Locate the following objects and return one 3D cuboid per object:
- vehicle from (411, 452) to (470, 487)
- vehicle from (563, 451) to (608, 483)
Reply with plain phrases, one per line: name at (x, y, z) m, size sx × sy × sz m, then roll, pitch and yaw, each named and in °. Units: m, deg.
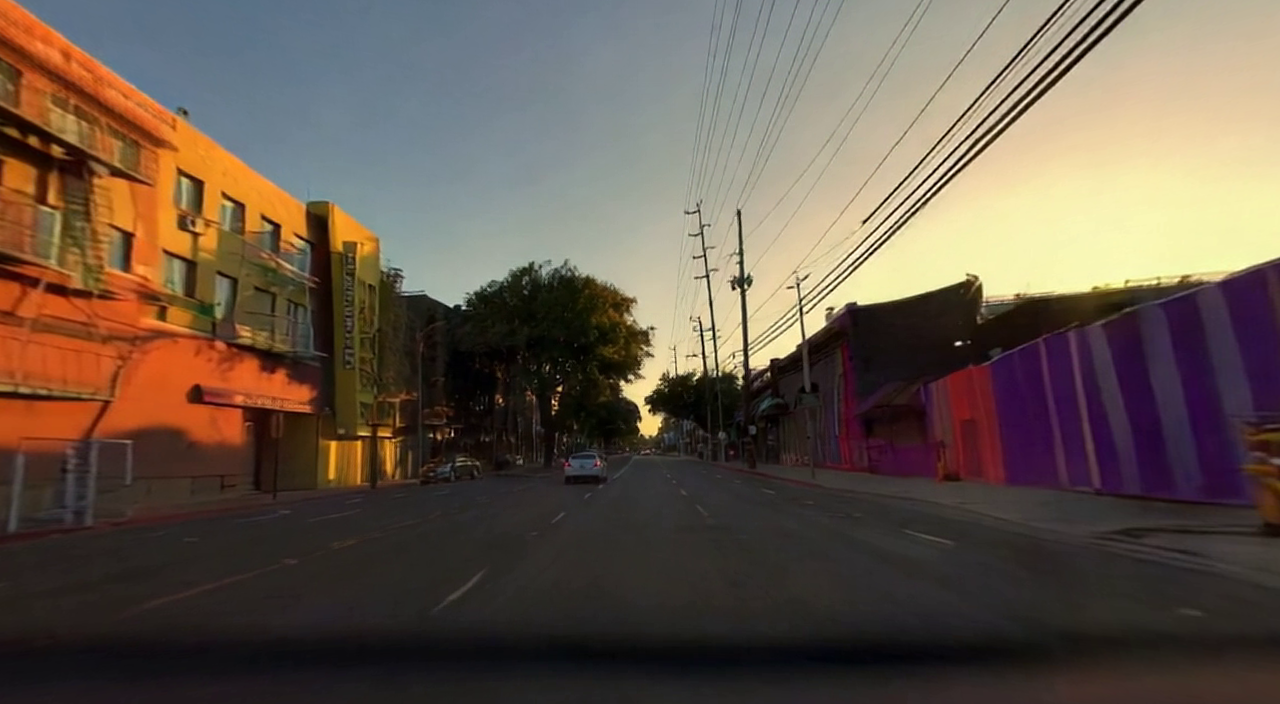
vehicle at (-11.799, 6.955, 37.662) m, size 2.052 × 1.898 × 4.253 m, roll -1°, pitch -9°, yaw 1°
vehicle at (-2.906, 6.227, 34.484) m, size 2.036 × 1.589 × 4.549 m, roll -1°, pitch -9°, yaw 1°
